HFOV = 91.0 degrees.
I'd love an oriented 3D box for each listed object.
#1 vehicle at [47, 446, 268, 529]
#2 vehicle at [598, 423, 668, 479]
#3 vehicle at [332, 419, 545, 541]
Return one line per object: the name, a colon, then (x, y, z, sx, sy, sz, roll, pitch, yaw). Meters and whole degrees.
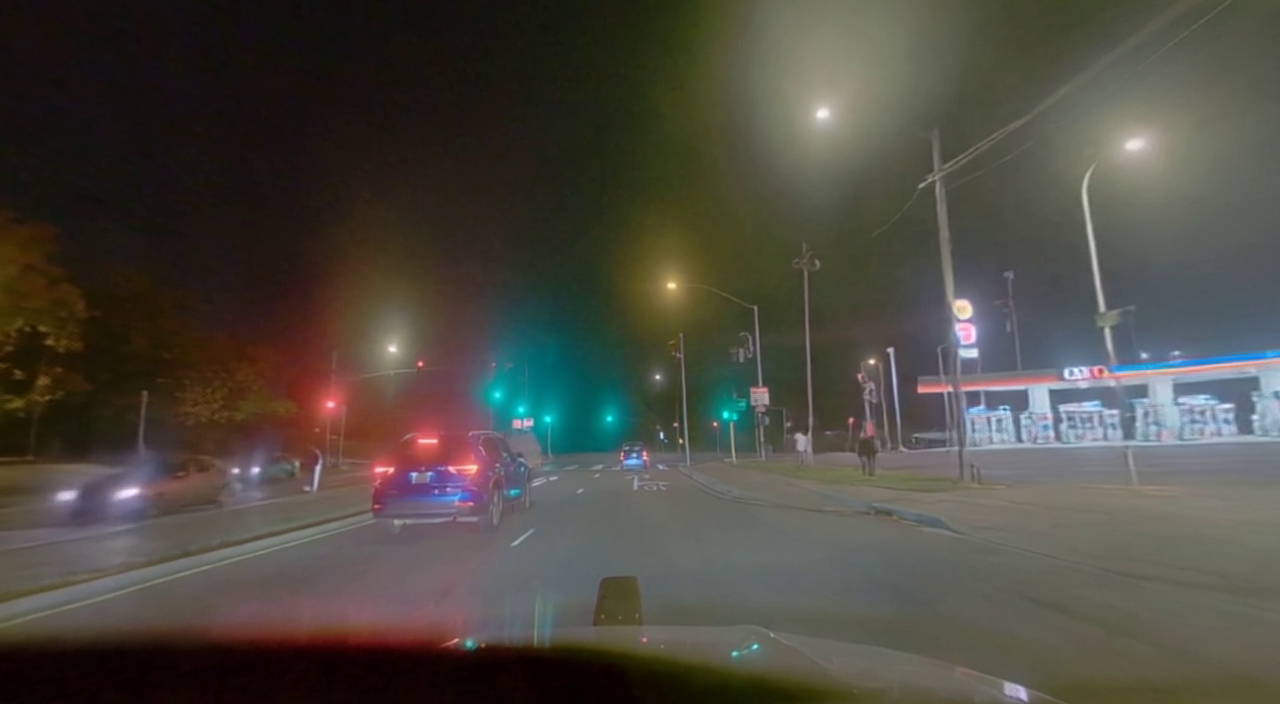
vehicle: (-11.524, 3.215, 15.611, 1.966, 1.600, 4.746, -3, -9, -3)
vehicle: (-0.355, 4.040, 25.759, 2.552, 1.999, 5.498, 0, -9, -2)
vehicle: (-3.295, 2.229, 11.618, 2.247, 1.734, 4.919, 0, -9, 1)
